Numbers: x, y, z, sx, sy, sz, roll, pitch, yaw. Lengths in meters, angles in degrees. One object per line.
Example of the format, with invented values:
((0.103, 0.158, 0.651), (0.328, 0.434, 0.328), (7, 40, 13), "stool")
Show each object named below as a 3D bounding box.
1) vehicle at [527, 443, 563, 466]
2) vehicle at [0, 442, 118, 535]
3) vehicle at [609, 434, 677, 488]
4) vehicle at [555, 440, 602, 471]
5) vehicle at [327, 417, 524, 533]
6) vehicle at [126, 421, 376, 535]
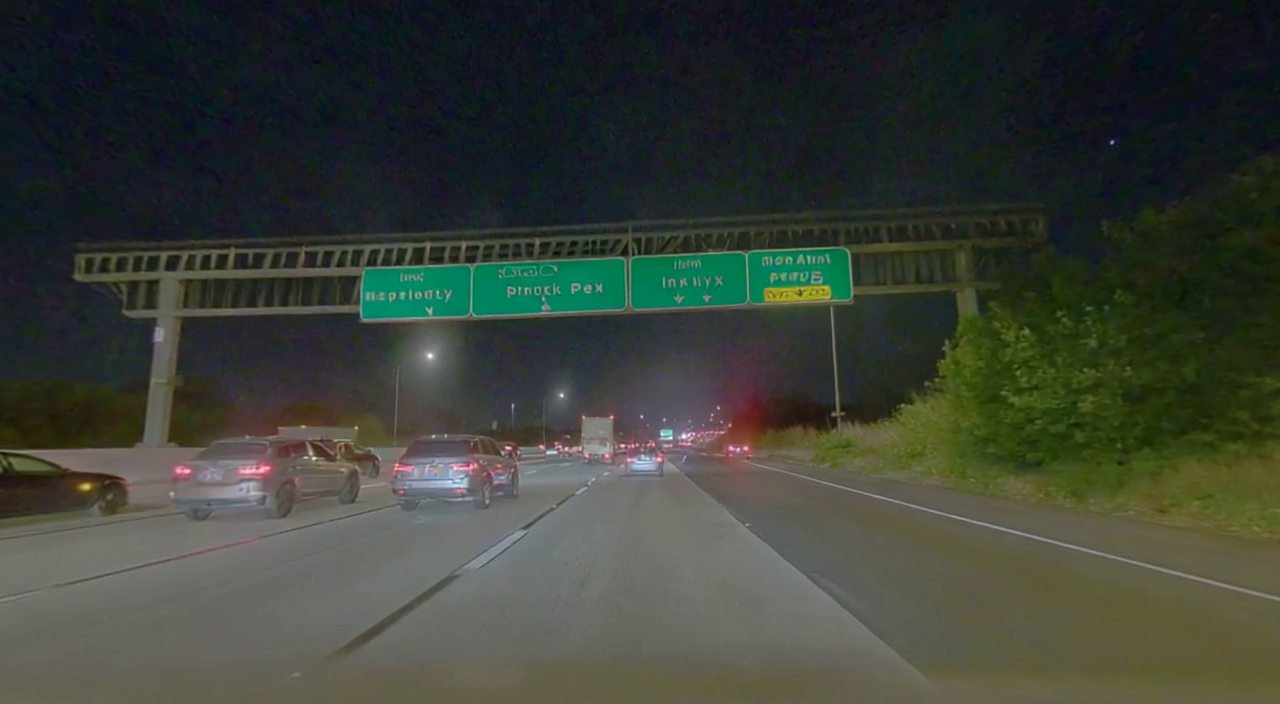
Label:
((-7.010, 7.579, 46.948), (1.872, 1.602, 4.029), (0, -8, 2), "vehicle")
((-11.059, 2.141, 9.858), (1.911, 1.457, 4.423), (0, -8, 2), "vehicle")
((0.148, 3.790, 22.301), (2.180, 1.716, 3.920), (0, -8, 1), "vehicle")
((-3.503, 5.995, 36.889), (2.243, 1.683, 4.178), (0, -8, 1), "vehicle")
((-3.777, 2.255, 12.168), (2.125, 1.792, 4.466), (0, -8, 1), "vehicle")
((-7.011, 2.292, 12.057), (1.998, 1.770, 4.222), (0, -8, 1), "vehicle")
